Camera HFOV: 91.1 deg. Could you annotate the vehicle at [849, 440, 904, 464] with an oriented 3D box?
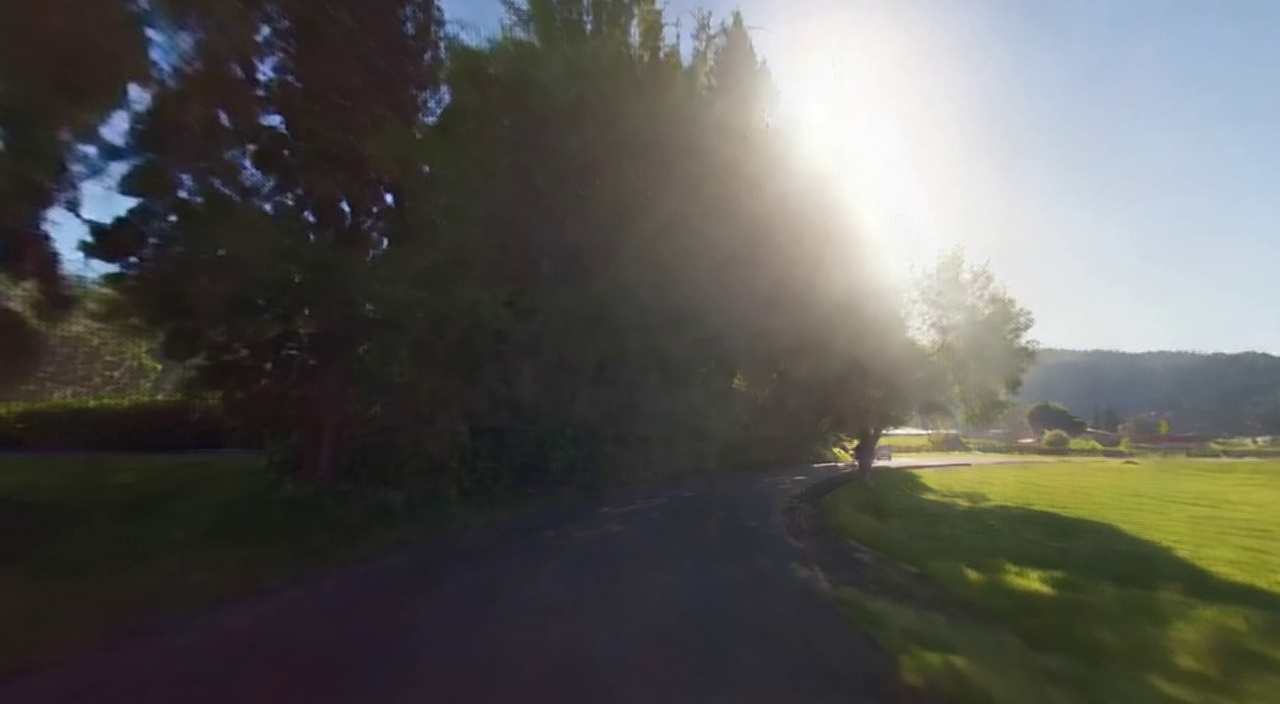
[{"bbox_3d":[18.737,7.907,49.697,4.257,1.789,1.988,7,-9,-36],"label":"vehicle"}]
